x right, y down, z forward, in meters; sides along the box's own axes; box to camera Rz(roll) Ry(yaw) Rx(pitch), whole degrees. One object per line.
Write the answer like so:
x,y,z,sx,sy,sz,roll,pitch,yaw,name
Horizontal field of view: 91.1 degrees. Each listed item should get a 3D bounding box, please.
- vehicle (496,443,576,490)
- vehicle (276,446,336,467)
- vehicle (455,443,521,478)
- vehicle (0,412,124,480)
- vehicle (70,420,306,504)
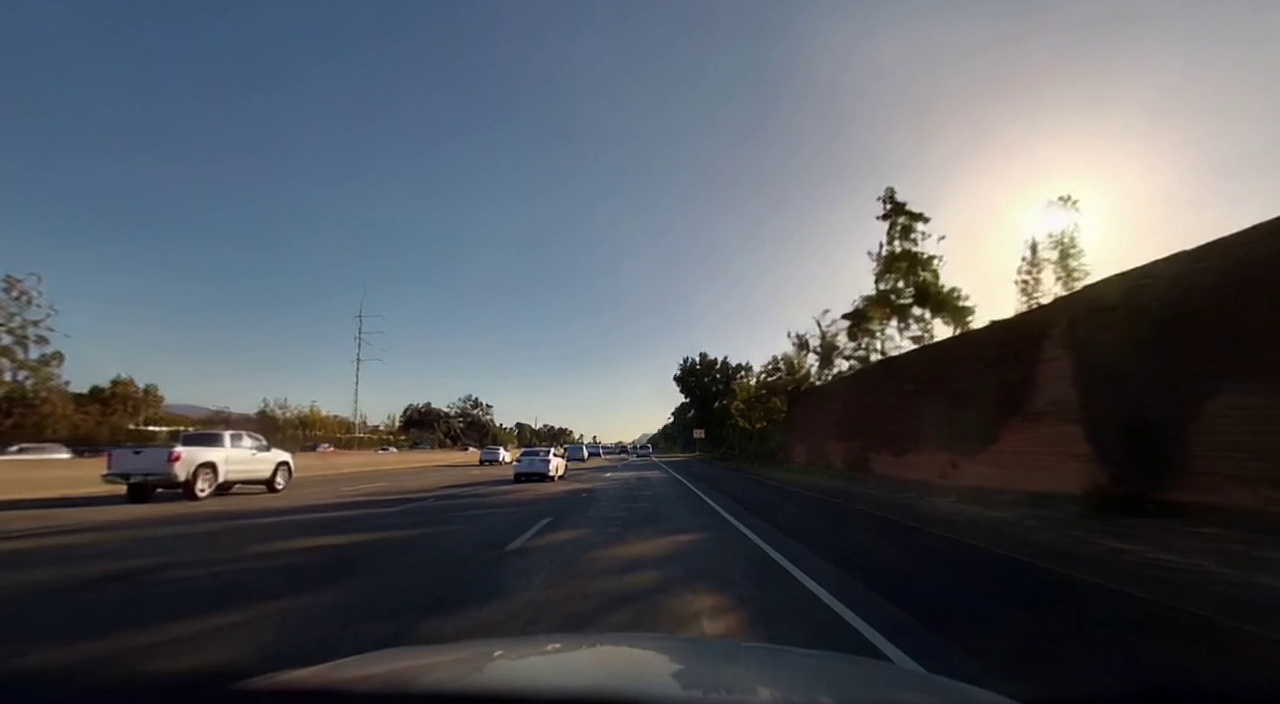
-3.589,4.039,22.603,1.945,1.484,4.803,0,-8,1,vehicle
-24.938,7.802,47.099,1.924,1.523,4.484,0,-8,1,vehicle
-7.018,5.038,29.412,1.942,1.502,4.216,0,-8,1,vehicle
-25.171,3.921,26.121,2.246,2.525,5.956,0,-8,0,vehicle
-11.277,2.790,16.364,2.207,1.834,5.255,0,-8,0,vehicle
